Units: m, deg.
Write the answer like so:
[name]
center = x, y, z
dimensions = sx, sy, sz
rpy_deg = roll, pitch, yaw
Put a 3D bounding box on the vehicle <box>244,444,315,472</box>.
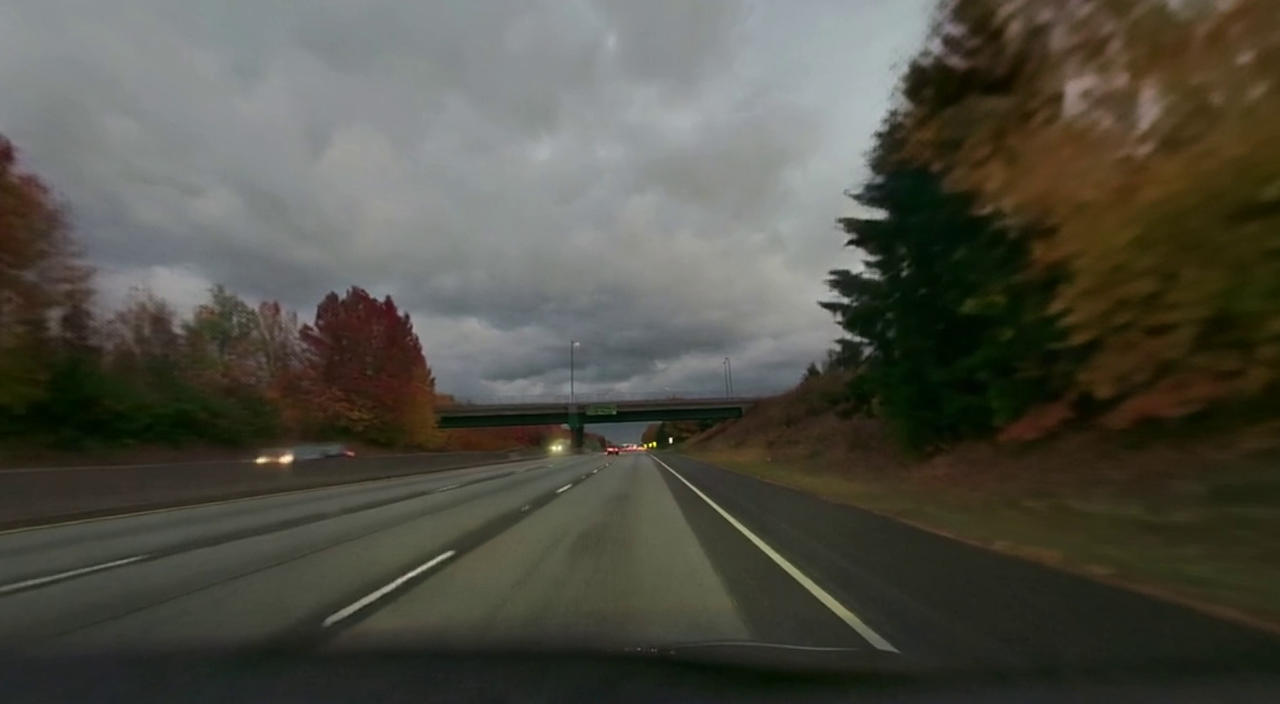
[vehicle]
center = -21.733, 6.374, 38.020
dimensions = 1.796, 1.516, 4.315
rpy_deg = 0, -8, -1
